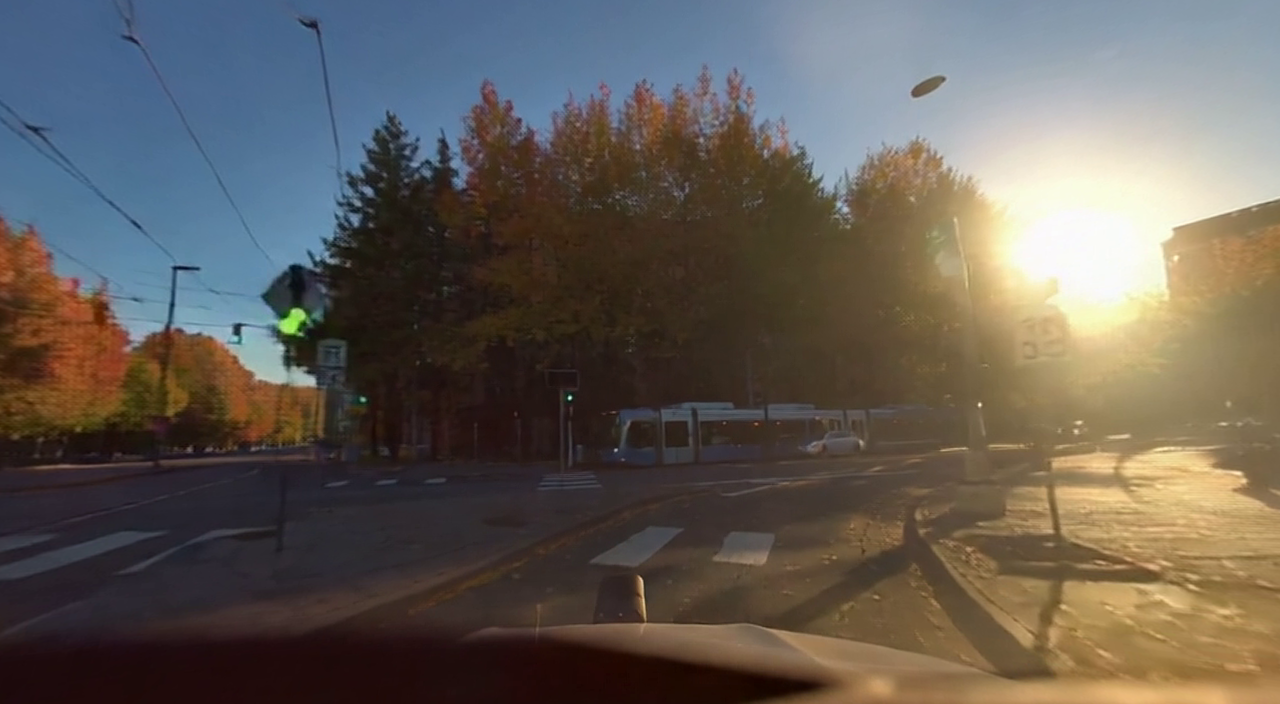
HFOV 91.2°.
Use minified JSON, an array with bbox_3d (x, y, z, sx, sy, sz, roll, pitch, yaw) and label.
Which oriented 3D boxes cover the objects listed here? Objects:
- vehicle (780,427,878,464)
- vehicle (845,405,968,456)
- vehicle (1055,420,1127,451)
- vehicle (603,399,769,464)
[{"bbox_3d":[9.767,4.821,32.368,4.687,1.760,2.028,4,-10,-27],"label":"vehicle"},{"bbox_3d":[20.860,6.045,48.804,10.068,3.618,2.878,2,-9,-28],"label":"vehicle"},{"bbox_3d":[31.332,5.818,43.533,4.386,2.070,2.092,4,-10,-26],"label":"vehicle"},{"bbox_3d":[3.013,5.129,39.959,10.391,3.725,2.904,4,-10,-24],"label":"vehicle"}]
